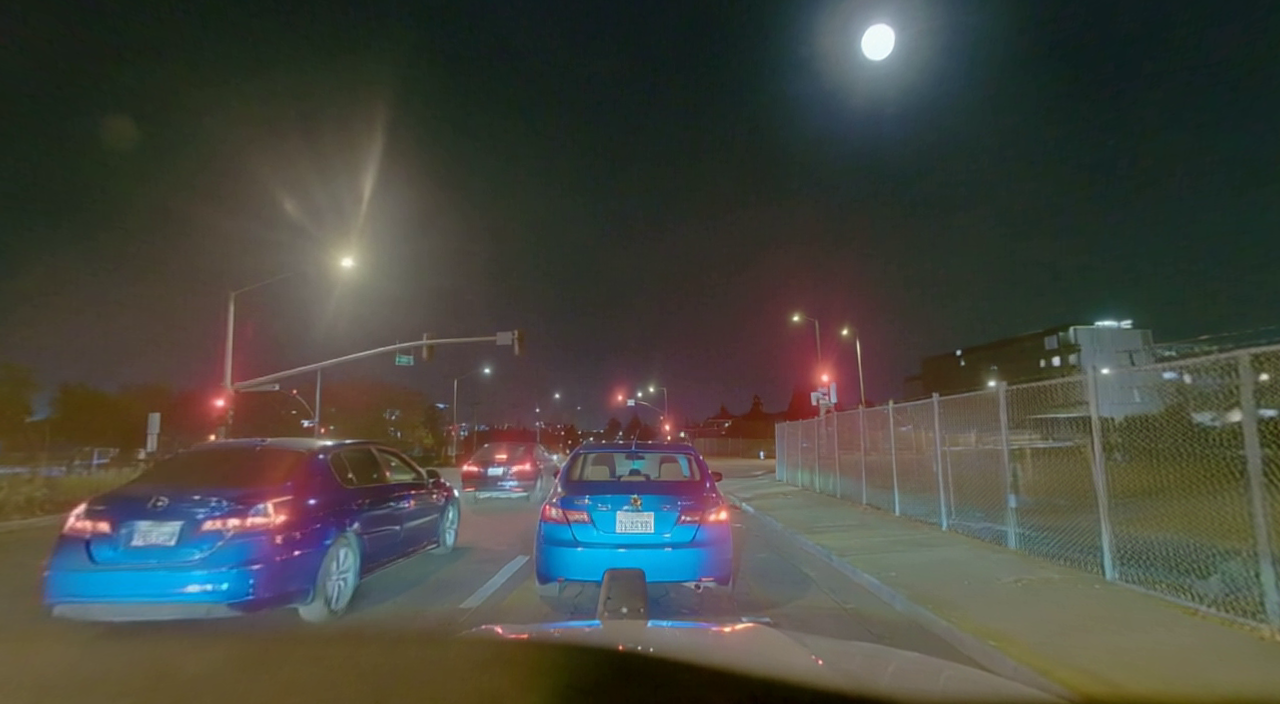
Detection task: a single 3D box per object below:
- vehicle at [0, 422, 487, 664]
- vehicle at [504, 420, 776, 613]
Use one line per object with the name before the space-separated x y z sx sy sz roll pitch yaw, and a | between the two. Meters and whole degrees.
vehicle | -3.159 1.537 6.280 1.971 1.488 4.581 0 -9 2
vehicle | -0.003 1.613 7.080 2.144 1.514 4.063 0 -9 0
